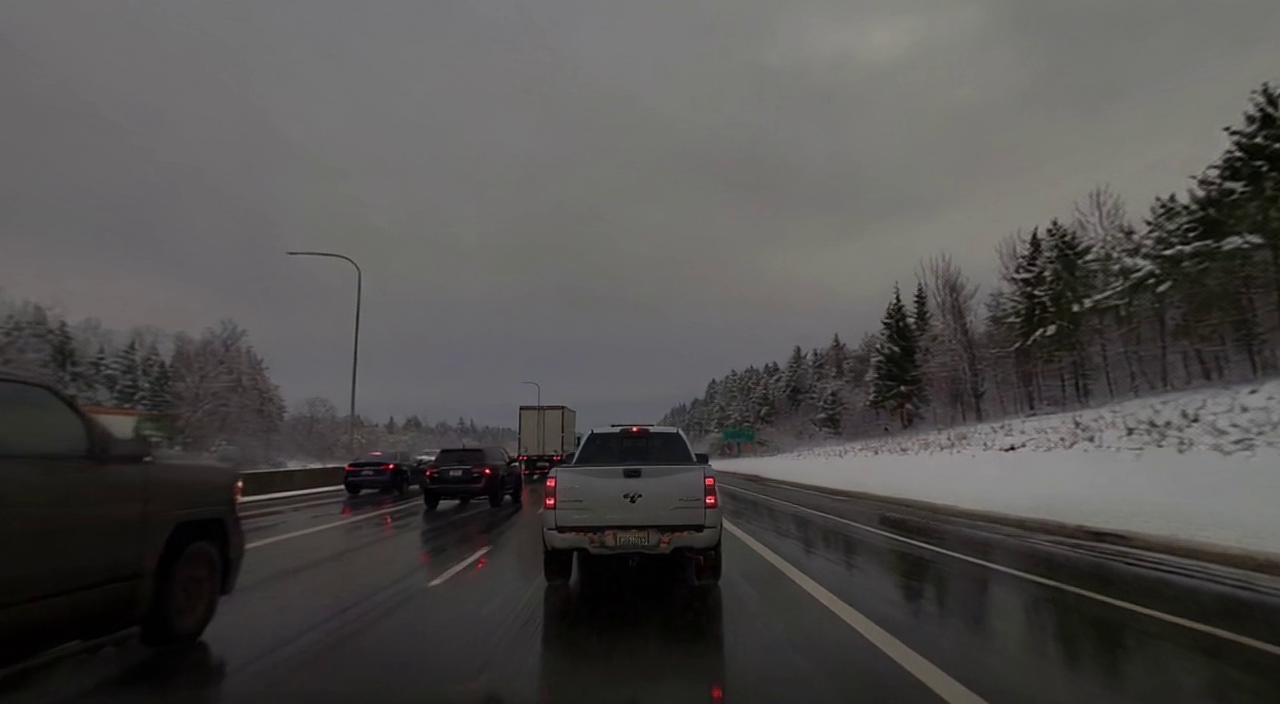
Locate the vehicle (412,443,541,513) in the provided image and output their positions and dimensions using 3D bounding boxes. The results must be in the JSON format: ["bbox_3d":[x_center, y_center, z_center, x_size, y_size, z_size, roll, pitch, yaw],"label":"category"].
[{"bbox_3d":[-3.888,3.071,15.887,1.986,1.501,4.407,-1,-9,1],"label":"vehicle"}]

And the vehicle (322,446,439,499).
[{"bbox_3d":[-8.227,3.840,20.548,1.874,1.470,4.576,0,-9,0],"label":"vehicle"}]

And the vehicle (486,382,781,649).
[{"bbox_3d":[-0.081,1.368,6.073,1.995,1.798,3.380,0,-9,-1],"label":"vehicle"}]

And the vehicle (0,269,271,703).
[{"bbox_3d":[-3.923,0.656,2.462,2.055,2.144,4.782,0,-9,-1],"label":"vehicle"}]
